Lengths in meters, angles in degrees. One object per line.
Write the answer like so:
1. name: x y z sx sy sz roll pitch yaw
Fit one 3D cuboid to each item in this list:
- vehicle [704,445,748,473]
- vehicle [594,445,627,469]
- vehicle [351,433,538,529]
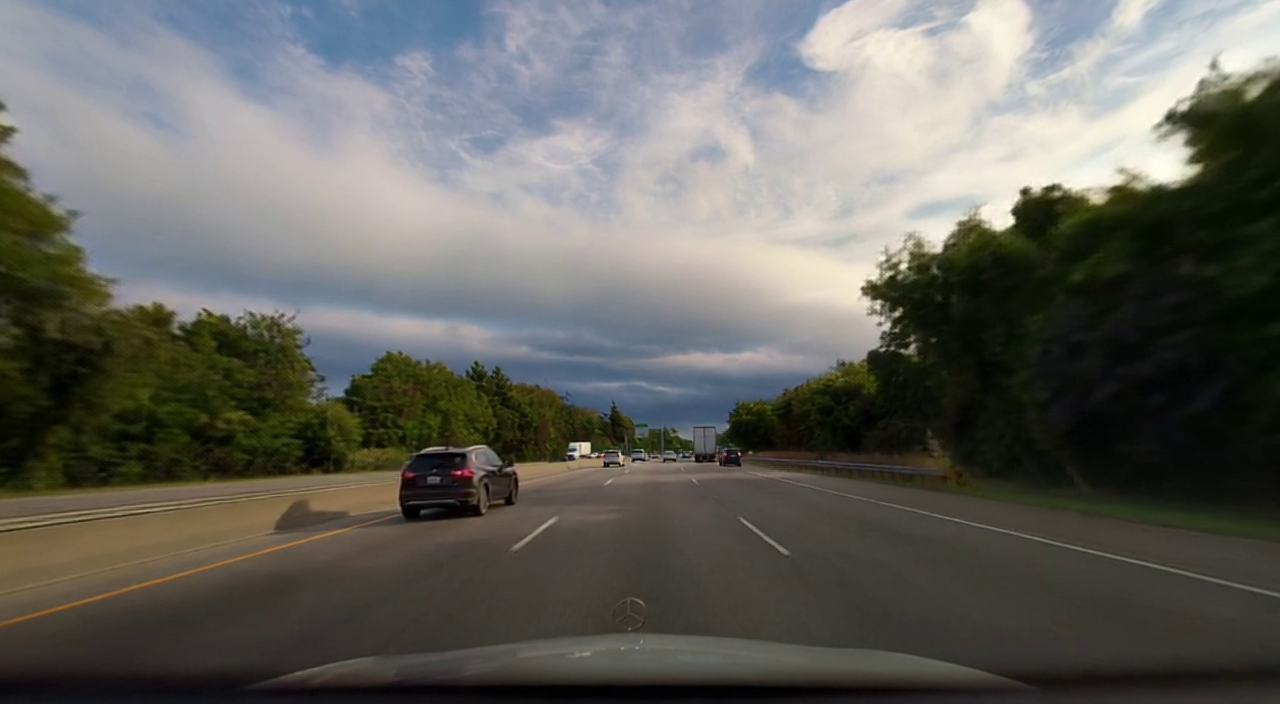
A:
1. vehicle: 5.077 6.386 37.711 2.176 1.598 3.878 0 -9 1
2. vehicle: -2.135 7.796 47.047 2.017 1.683 4.309 0 -9 3
3. vehicle: -3.535 2.455 12.572 2.085 1.530 4.809 0 -9 1
